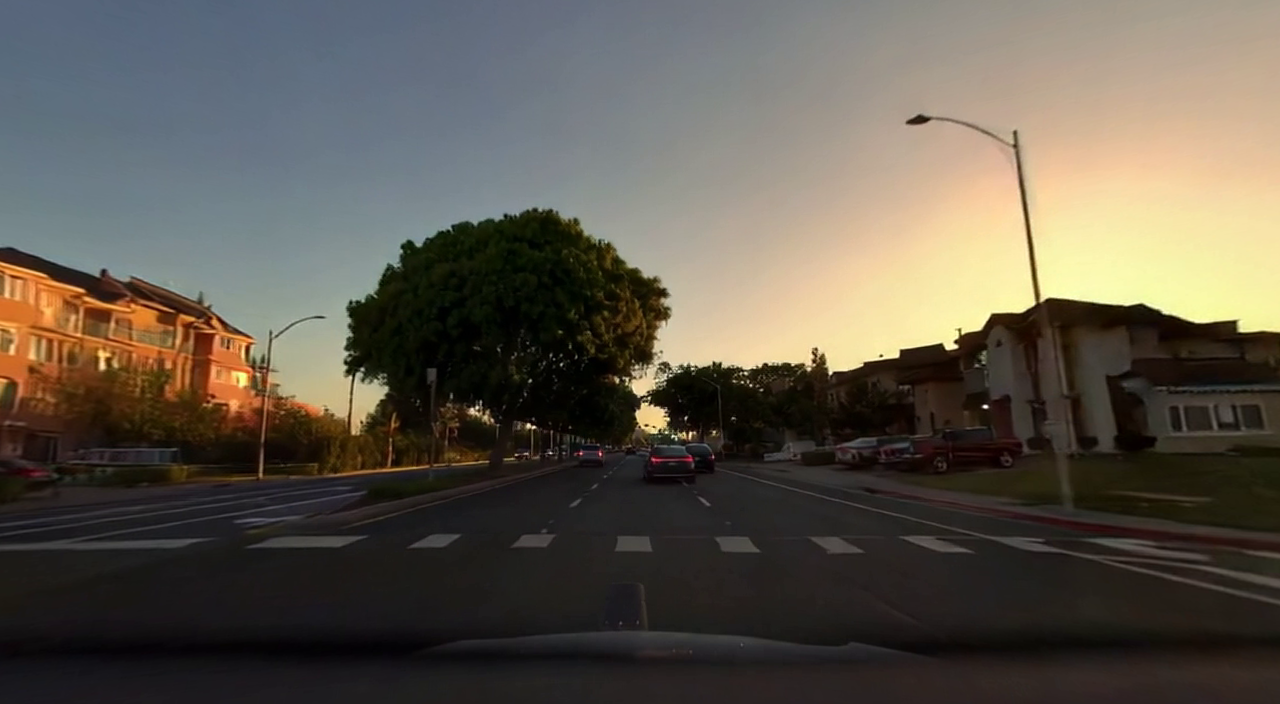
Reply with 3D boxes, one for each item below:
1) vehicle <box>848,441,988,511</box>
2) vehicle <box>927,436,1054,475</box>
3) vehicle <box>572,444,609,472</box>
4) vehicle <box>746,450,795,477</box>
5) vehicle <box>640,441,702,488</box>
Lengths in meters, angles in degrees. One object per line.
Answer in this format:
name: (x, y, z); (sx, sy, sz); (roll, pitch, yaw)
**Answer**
vehicle: (7.718, 3.436, 18.008); (2.012, 1.737, 4.129); (0, -9, -2)
vehicle: (15.508, 4.601, 28.062); (4.489, 1.557, 1.792); (-2, -9, 2)
vehicle: (-3.232, 7.054, 42.162); (2.084, 1.735, 4.528); (0, -8, 0)
vehicle: (7.740, 6.608, 37.687); (1.947, 1.474, 4.634); (0, -9, 0)
vehicle: (1.136, 4.423, 25.148); (2.084, 1.682, 4.148); (1, -9, -3)
